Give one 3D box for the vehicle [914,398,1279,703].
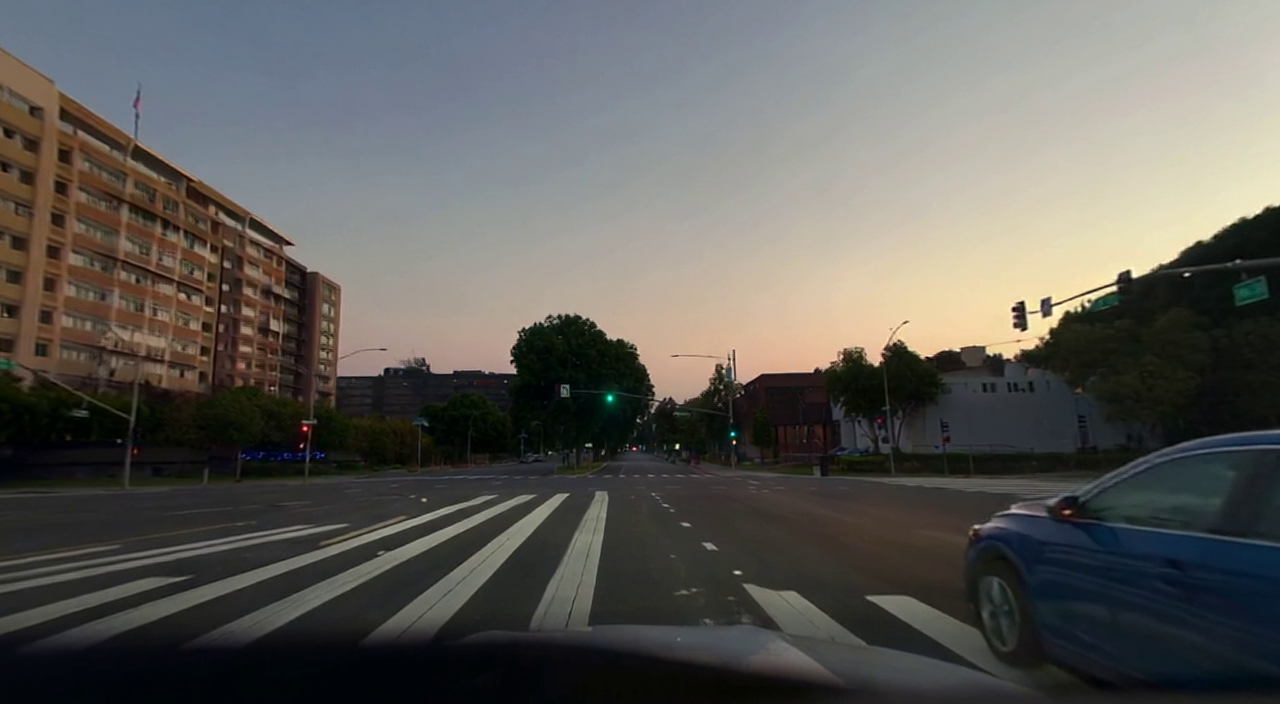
[{"bbox_3d":[3.141,0.958,2.258,2.089,1.539,4.767,0,-9,-1],"label":"vehicle"}]
